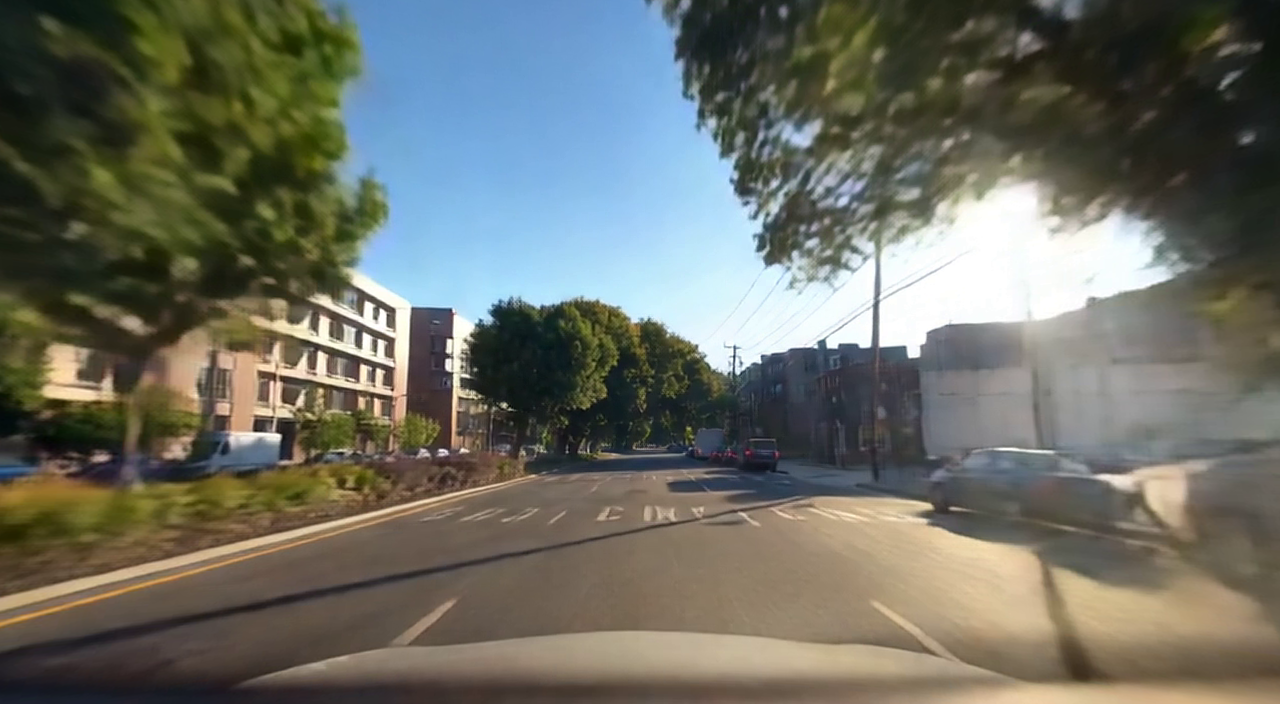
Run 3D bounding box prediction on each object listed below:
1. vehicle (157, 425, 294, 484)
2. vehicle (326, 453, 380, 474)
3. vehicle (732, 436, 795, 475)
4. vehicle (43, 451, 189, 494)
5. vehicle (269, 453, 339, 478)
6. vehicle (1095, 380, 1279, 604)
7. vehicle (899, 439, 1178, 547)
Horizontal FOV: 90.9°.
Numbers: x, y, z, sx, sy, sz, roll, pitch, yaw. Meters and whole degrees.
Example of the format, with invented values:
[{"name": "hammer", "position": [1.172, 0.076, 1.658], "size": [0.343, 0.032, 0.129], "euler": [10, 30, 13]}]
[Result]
[{"name": "vehicle", "position": [-22.250, 5.531, 34.432], "size": [2.397, 2.865, 7.296], "euler": [0, -8, 1]}, {"name": "vehicle", "position": [-21.935, 8.530, 48.387], "size": [1.907, 1.404, 4.413], "euler": [-2, -8, 3]}, {"name": "vehicle", "position": [7.176, 6.101, 37.432], "size": [2.563, 2.090, 6.077], "euler": [0, -8, 0]}, {"name": "vehicle", "position": [-22.187, 5.089, 27.020], "size": [2.004, 1.586, 4.962], "euler": [0, -8, 0]}, {"name": "vehicle", "position": [-22.151, 7.466, 41.797], "size": [1.877, 1.473, 4.892], "euler": [0, -8, 0]}, {"name": "vehicle", "position": [6.916, 1.135, 4.818], "size": [2.197, 2.019, 6.225], "euler": [0, -8, 0]}, {"name": "vehicle", "position": [6.834, 2.424, 11.652], "size": [2.109, 1.567, 4.626], "euler": [0, -8, 0]}]
